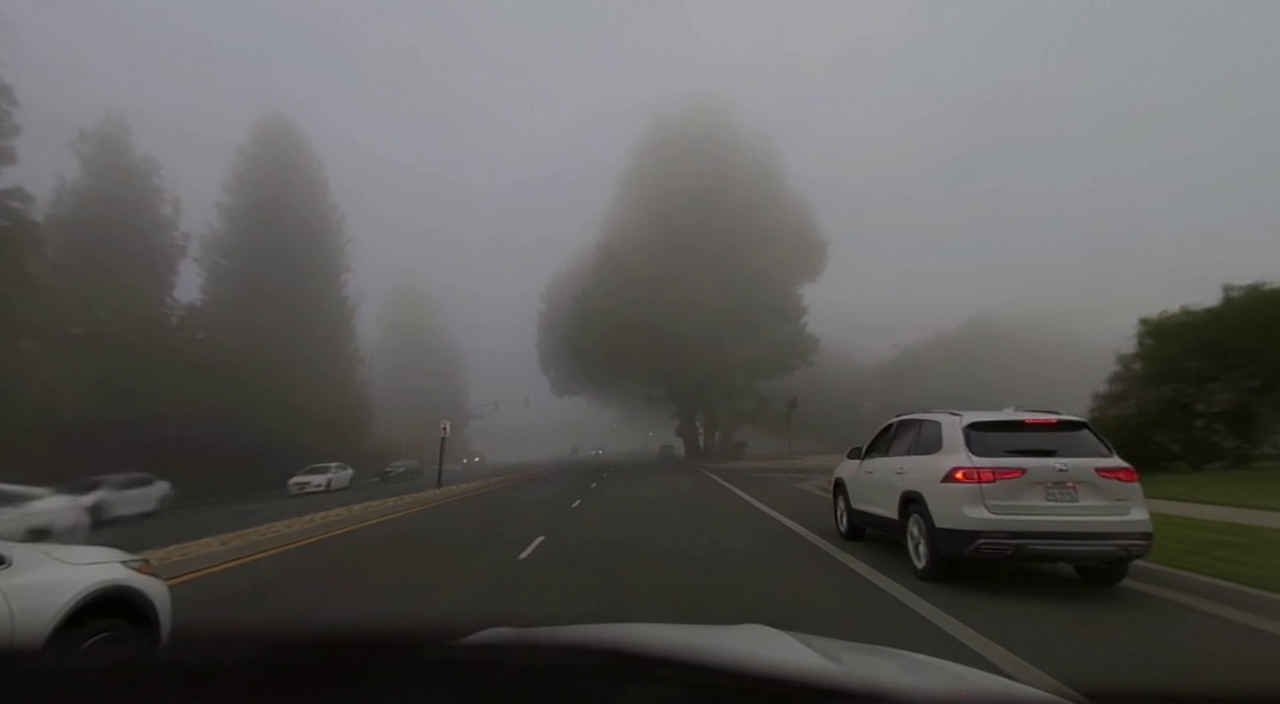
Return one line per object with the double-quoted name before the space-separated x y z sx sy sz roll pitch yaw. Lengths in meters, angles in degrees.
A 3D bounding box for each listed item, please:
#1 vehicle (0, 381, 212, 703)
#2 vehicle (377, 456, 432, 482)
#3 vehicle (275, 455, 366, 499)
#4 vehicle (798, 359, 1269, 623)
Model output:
"vehicle" -3.574 0.792 1.375 2.058 1.659 4.514 0 -9 0
"vehicle" -15.083 7.490 40.657 1.967 1.512 4.901 0 -9 -4
"vehicle" -14.042 5.460 27.990 1.954 1.707 4.410 0 -9 -4
"vehicle" 3.789 1.506 7.830 2.338 2.063 5.592 -1 -9 2
